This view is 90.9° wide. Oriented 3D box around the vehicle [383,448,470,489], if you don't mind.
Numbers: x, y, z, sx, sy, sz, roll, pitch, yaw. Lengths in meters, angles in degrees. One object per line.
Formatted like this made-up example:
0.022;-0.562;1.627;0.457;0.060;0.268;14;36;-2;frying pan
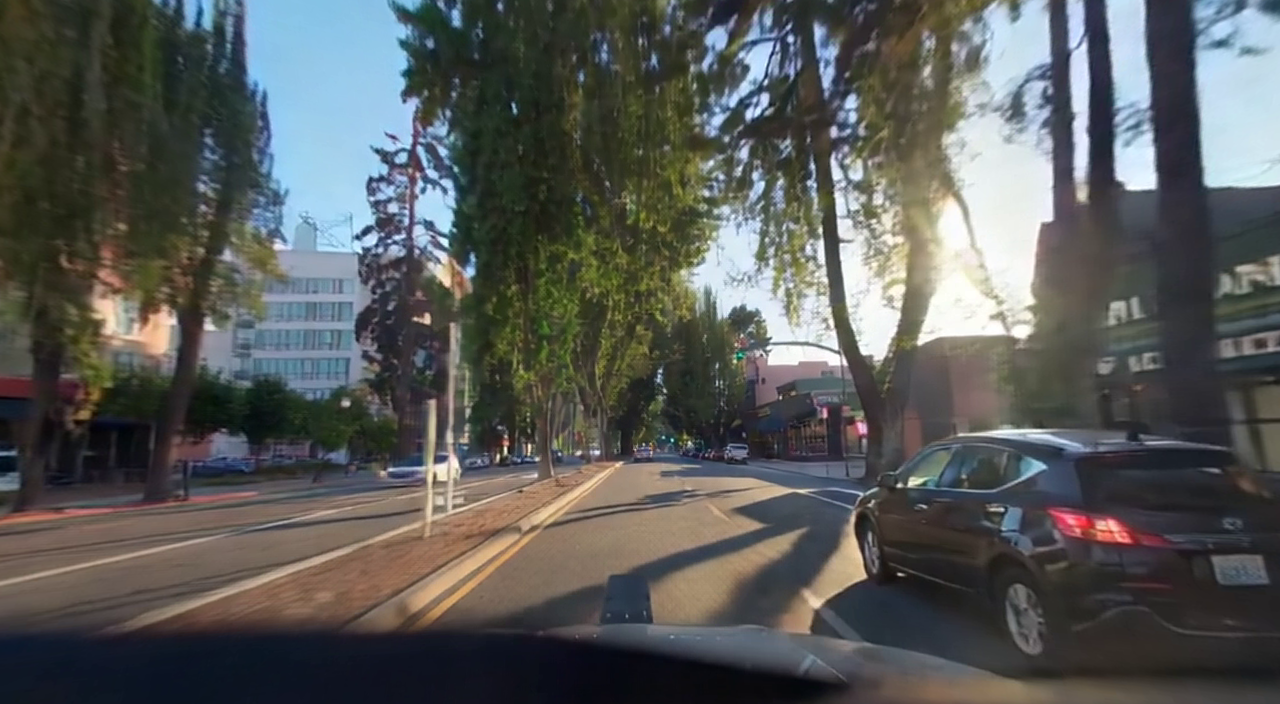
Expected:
-8.383;4.578;25.182;1.922;1.464;4.201;0;-9;1;vehicle

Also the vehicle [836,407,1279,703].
3.124;1.286;4.703;1.989;1.498;4.050;0;-8;0;vehicle

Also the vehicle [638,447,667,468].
0.830;7.395;44.258;1.945;1.343;3.827;0;-8;0;vehicle
